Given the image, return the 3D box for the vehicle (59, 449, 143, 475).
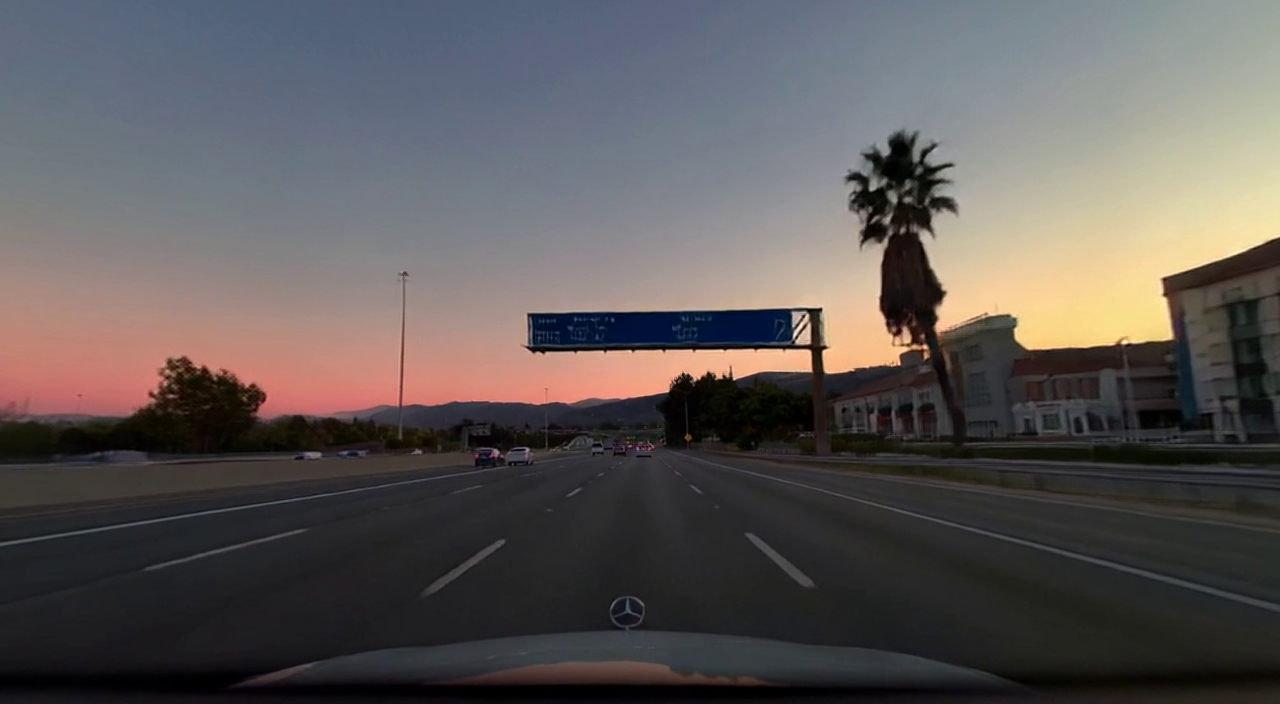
[{"bbox_3d":[-34.708,7.059,40.734,1.750,1.449,4.161,1,-8,-1],"label":"vehicle"}]
